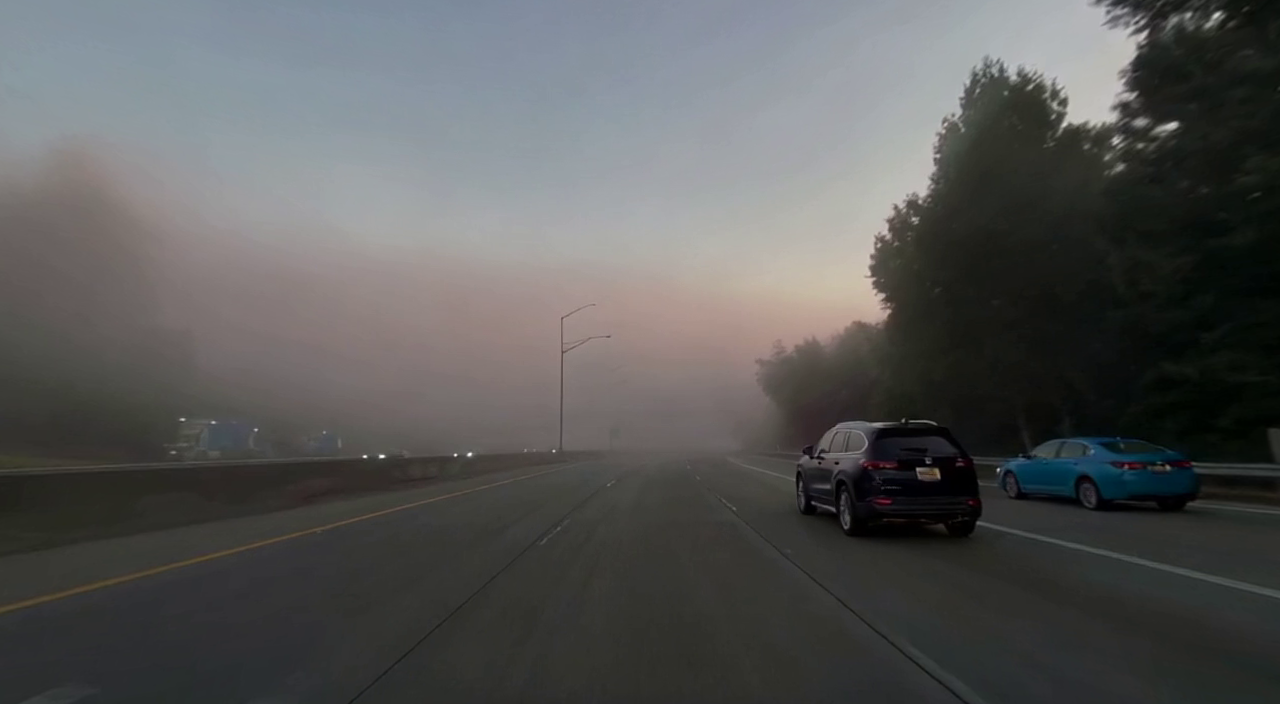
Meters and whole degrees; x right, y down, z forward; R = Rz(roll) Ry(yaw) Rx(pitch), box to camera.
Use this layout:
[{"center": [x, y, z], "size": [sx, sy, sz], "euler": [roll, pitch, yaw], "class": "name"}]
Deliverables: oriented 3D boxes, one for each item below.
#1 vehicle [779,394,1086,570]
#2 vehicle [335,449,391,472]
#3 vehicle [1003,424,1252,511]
[{"center": [3.411, 1.626, 8.604], "size": [2.019, 1.732, 4.579], "euler": [0, -8, 1], "class": "vehicle"}, {"center": [-19.983, 7.831, 45.710], "size": [1.800, 1.469, 4.518], "euler": [-1, -8, 3], "class": "vehicle"}, {"center": [10.519, 2.515, 14.174], "size": [2.024, 1.628, 4.417], "euler": [0, -8, 0], "class": "vehicle"}]
